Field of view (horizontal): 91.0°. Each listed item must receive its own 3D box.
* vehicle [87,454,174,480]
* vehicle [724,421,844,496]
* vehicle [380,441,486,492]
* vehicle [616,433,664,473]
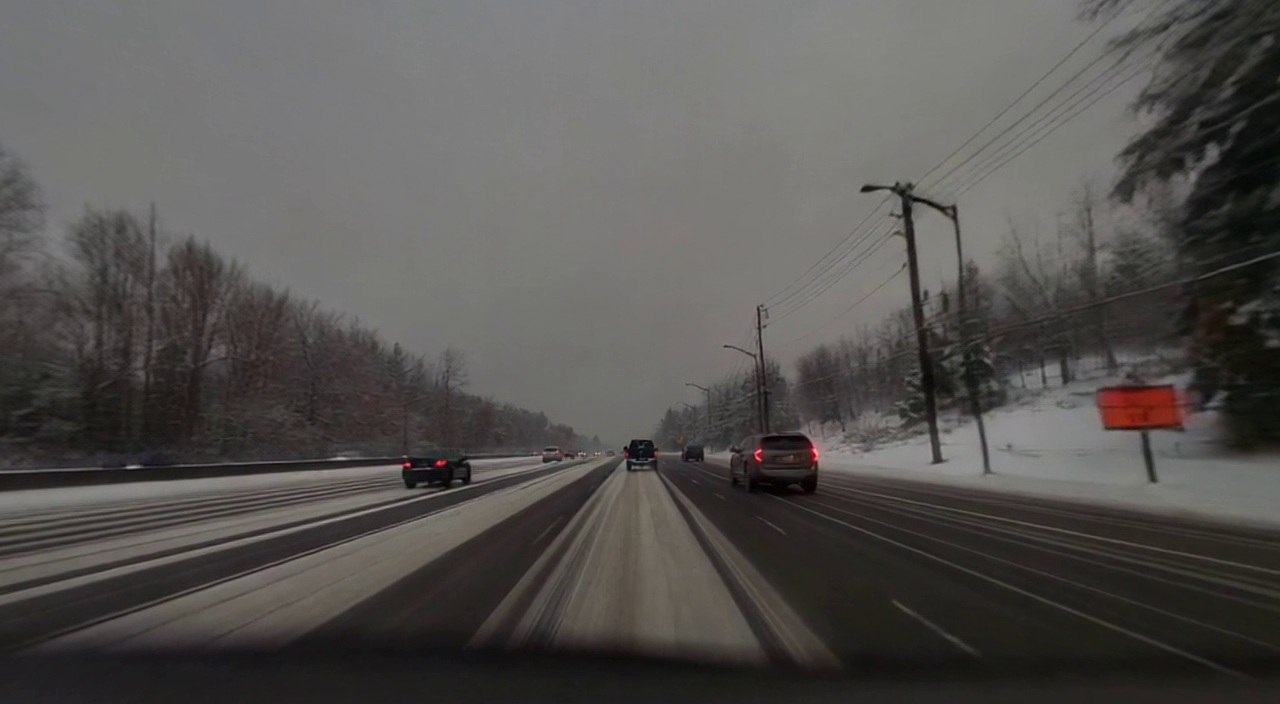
[{"bbox_3d":[-33.284,7.484,41.295,1.831,1.534,4.613,0,-9,0],"label":"vehicle"},{"bbox_3d":[4.239,3.285,19.763,2.388,1.998,5.749,0,-9,0],"label":"vehicle"},{"bbox_3d":[-6.884,3.835,21.523,2.014,1.526,4.577,0,-9,1],"label":"vehicle"},{"bbox_3d":[0.032,5.402,33.745,2.372,1.957,5.121,0,-9,1],"label":"vehicle"}]
